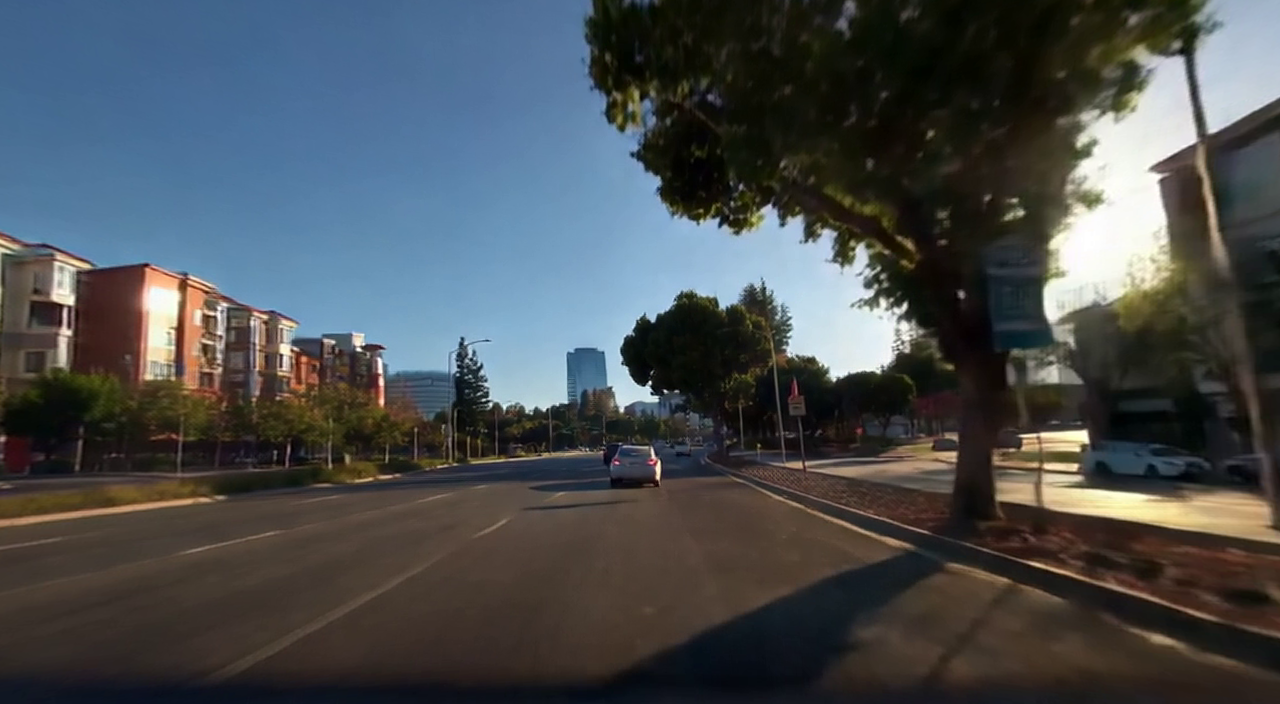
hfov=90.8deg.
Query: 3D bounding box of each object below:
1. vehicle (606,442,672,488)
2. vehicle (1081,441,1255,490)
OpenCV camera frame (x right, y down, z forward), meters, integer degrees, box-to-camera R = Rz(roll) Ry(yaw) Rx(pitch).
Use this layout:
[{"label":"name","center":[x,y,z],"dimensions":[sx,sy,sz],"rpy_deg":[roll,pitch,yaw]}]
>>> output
[{"label":"vehicle","center":[0.019,4.026,22.818],"dimensions":[2.133,1.481,4.276],"rpy_deg":[-1,-9,1]},{"label":"vehicle","center":[17.456,3.767,21.288],"dimensions":[1.857,1.441,4.721],"rpy_deg":[0,-9,1]}]
